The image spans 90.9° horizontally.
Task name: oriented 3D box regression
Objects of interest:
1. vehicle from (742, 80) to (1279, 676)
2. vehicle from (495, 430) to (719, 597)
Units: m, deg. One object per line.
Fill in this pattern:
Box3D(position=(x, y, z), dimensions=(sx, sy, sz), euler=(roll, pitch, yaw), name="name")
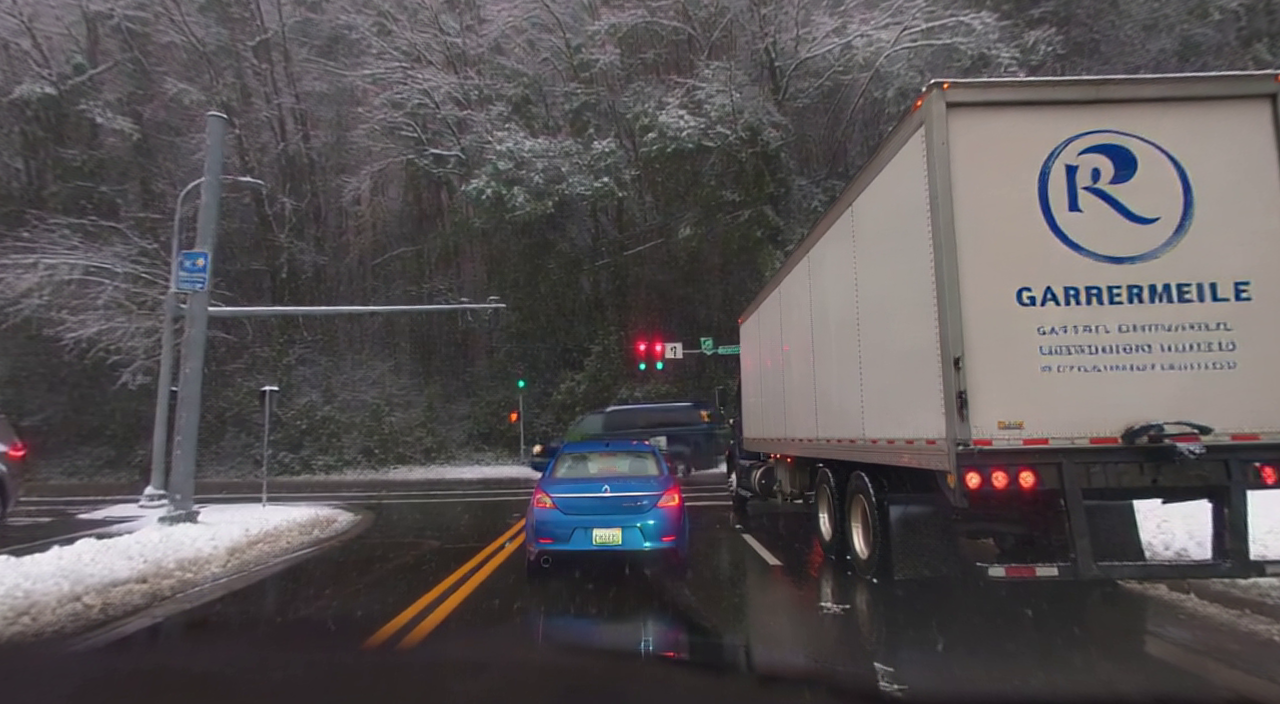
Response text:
Box3D(position=(3.569, 0.781, 8.784), dimensions=(2.884, 3.753, 9.763), euler=(0, -9, 2), name="vehicle")
Box3D(position=(-0.327, 1.712, 7.427), dimensions=(1.975, 1.457, 3.526), euler=(0, -9, -1), name="vehicle")
